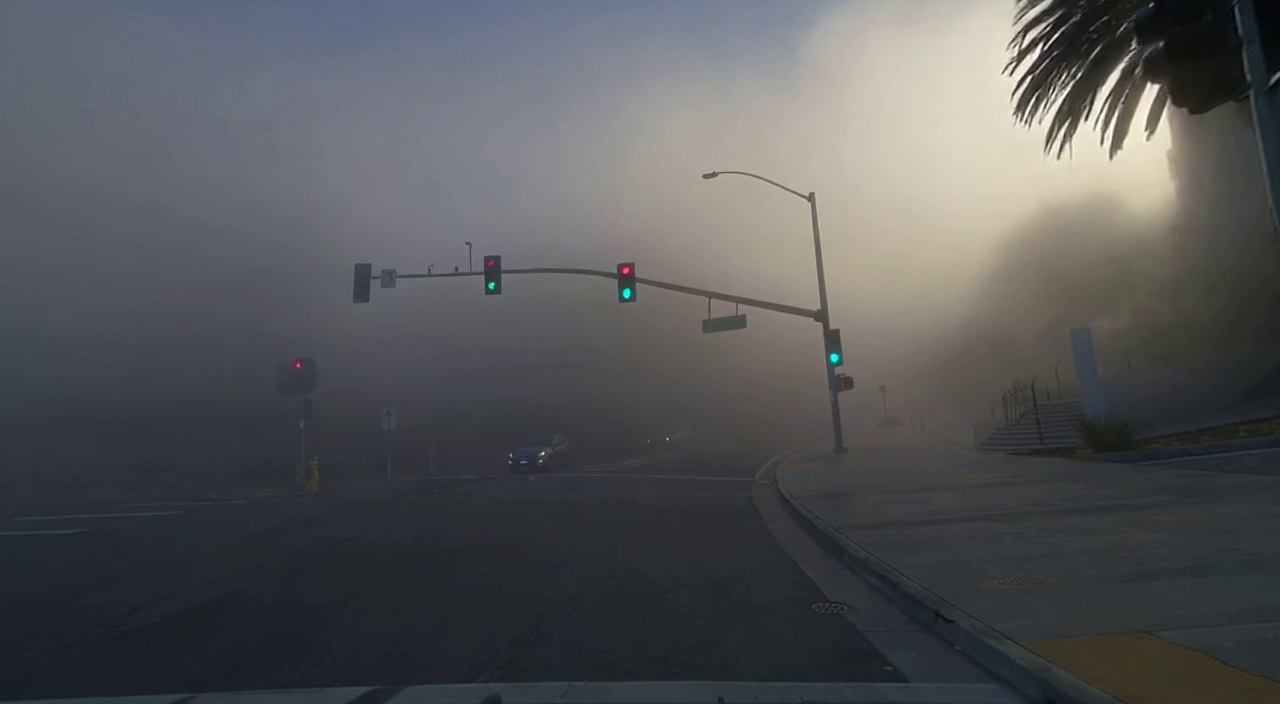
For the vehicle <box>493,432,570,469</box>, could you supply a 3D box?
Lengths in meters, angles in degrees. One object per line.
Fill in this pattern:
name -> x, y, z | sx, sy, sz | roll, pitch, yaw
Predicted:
vehicle -> -5.649, 5.236, 33.629 | 2.181, 1.792, 4.648 | -3, -9, 16
